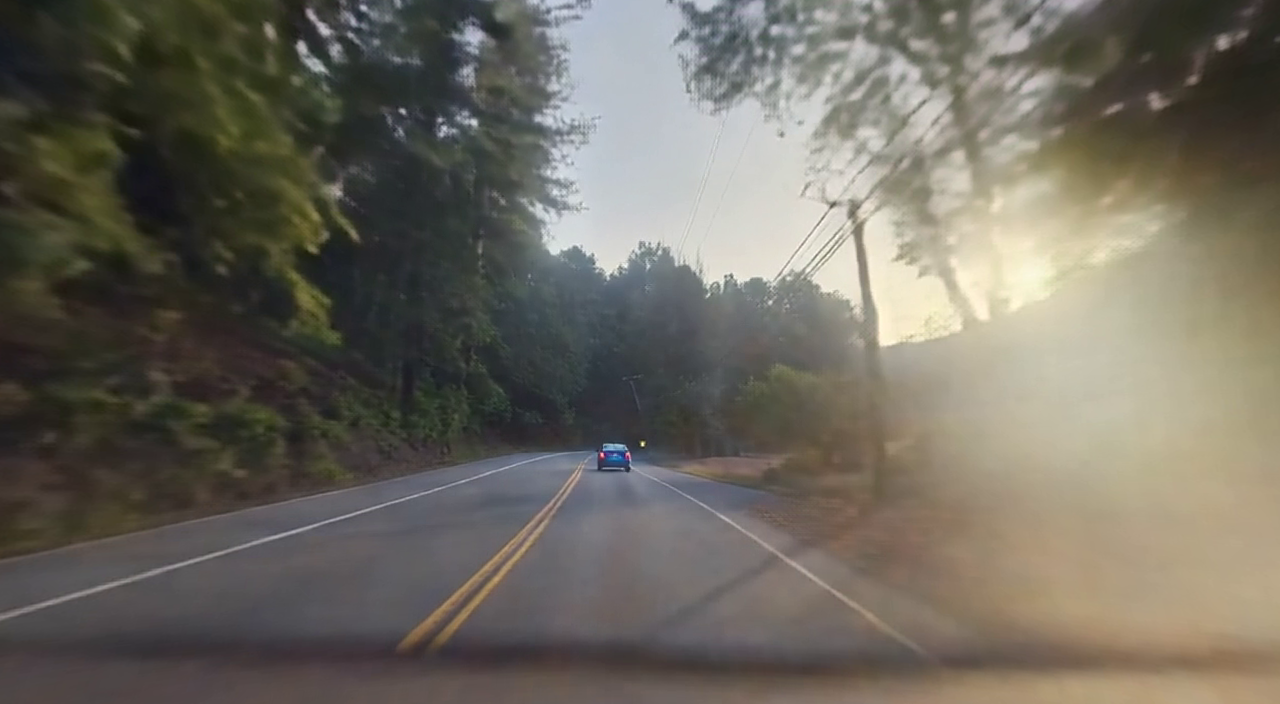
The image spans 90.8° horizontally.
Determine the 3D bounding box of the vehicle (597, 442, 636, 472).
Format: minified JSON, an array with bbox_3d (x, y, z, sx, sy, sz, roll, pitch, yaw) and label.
[{"bbox_3d":[-1.401,5.980,36.133,2.059,1.524,3.963,2,-9,-4],"label":"vehicle"}]
